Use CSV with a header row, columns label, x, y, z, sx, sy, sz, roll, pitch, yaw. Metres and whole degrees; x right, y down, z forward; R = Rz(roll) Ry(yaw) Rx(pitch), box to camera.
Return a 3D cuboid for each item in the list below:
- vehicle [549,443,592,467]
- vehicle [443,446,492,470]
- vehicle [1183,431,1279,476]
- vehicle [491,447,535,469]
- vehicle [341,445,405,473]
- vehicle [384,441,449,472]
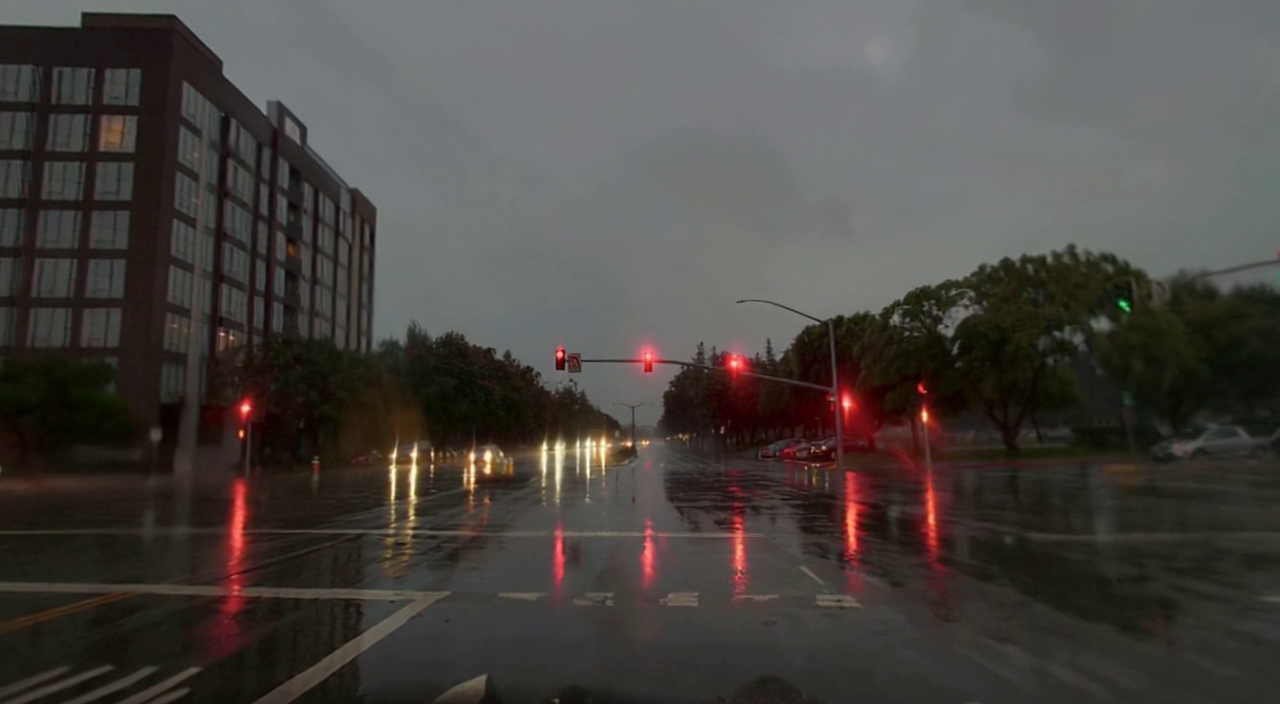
label,x,y,z,sx,sy,sz,roll,pitch,yaw
vehicle,-4.497,6.717,41.530,2.109,1.461,4.637,-1,-9,2
vehicle,-11.637,7.150,42.827,2.003,1.476,4.297,-1,-9,2
vehicle,22.318,3.563,22.358,4.474,1.477,1.908,0,-9,-3
vehicle,-8.076,6.785,40.595,1.910,1.288,4.093,-1,-9,1
vehicle,-18.545,7.418,44.100,2.237,1.842,5.116,0,-9,0
vehicle,-15.133,7.126,43.251,2.340,1.946,5.450,-1,-9,1
